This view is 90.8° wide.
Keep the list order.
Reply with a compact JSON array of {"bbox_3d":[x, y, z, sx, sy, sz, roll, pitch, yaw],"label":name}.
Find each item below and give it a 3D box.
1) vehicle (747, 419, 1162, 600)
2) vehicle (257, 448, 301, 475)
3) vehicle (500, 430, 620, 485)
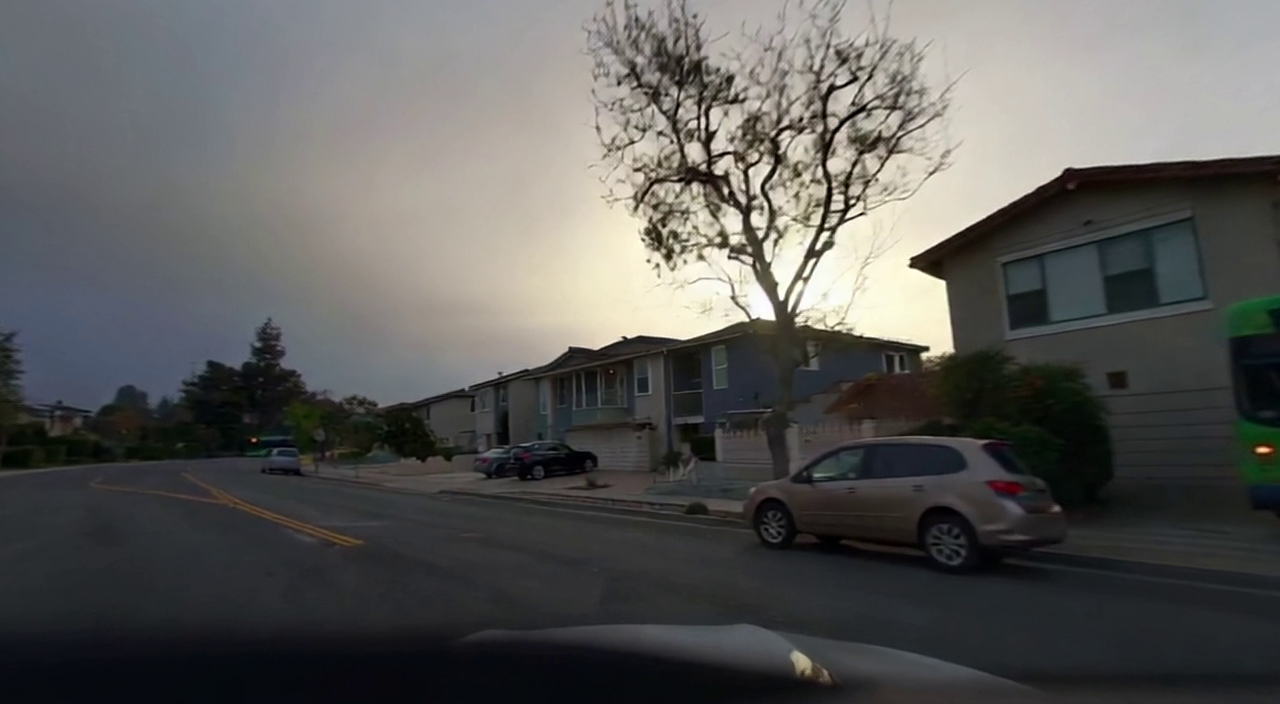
[{"bbox_3d":[3.781,1.842,8.376,1.934,1.697,4.432,7,-11,-40],"label":"vehicle"},{"bbox_3d":[-23.729,7.152,41.443,1.984,1.601,3.994,6,-10,-34],"label":"vehicle"},{"bbox_3d":[-3.144,4.138,25.235,4.431,1.873,1.920,4,-9,-41],"label":"vehicle"}]
